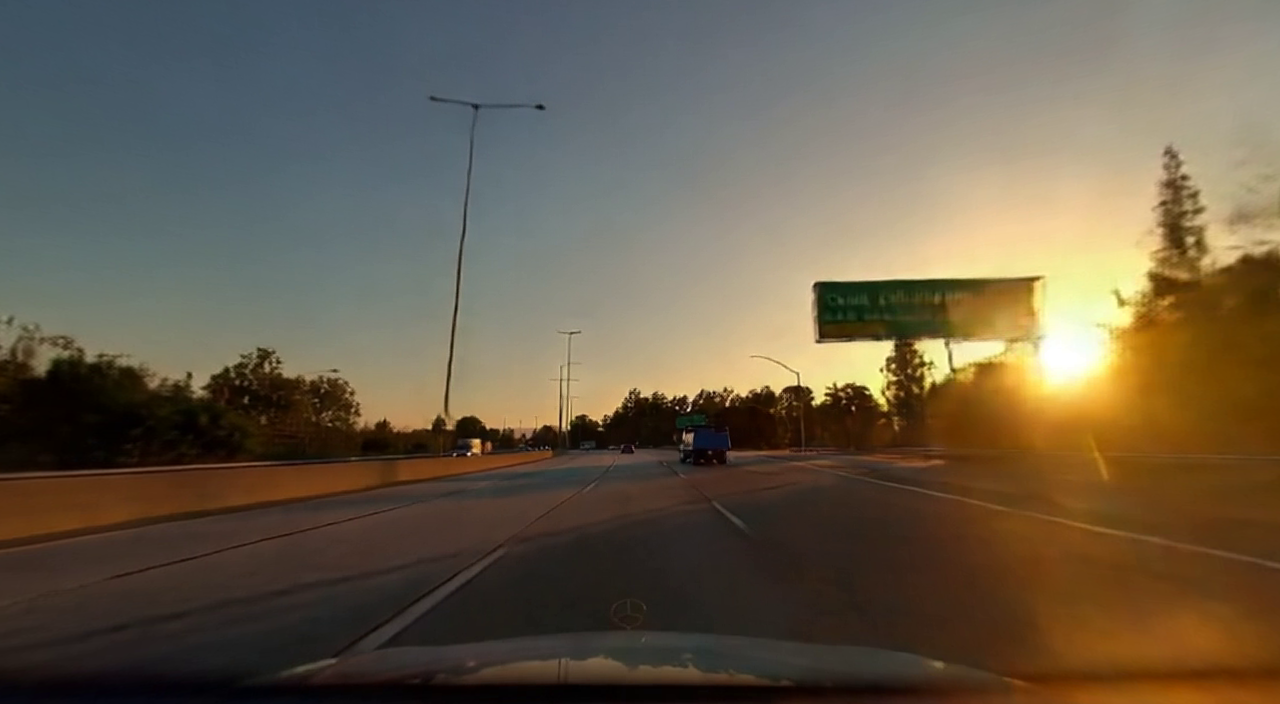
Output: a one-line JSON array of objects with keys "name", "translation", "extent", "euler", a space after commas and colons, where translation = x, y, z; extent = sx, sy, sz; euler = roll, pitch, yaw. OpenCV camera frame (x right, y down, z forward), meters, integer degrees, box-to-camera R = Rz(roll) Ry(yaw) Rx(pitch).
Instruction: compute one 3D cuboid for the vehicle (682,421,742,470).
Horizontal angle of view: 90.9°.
[{"name": "vehicle", "translation": [3.945, 5.304, 35.708], "extent": [2.430, 2.495, 6.062], "euler": [0, -8, -2]}]
